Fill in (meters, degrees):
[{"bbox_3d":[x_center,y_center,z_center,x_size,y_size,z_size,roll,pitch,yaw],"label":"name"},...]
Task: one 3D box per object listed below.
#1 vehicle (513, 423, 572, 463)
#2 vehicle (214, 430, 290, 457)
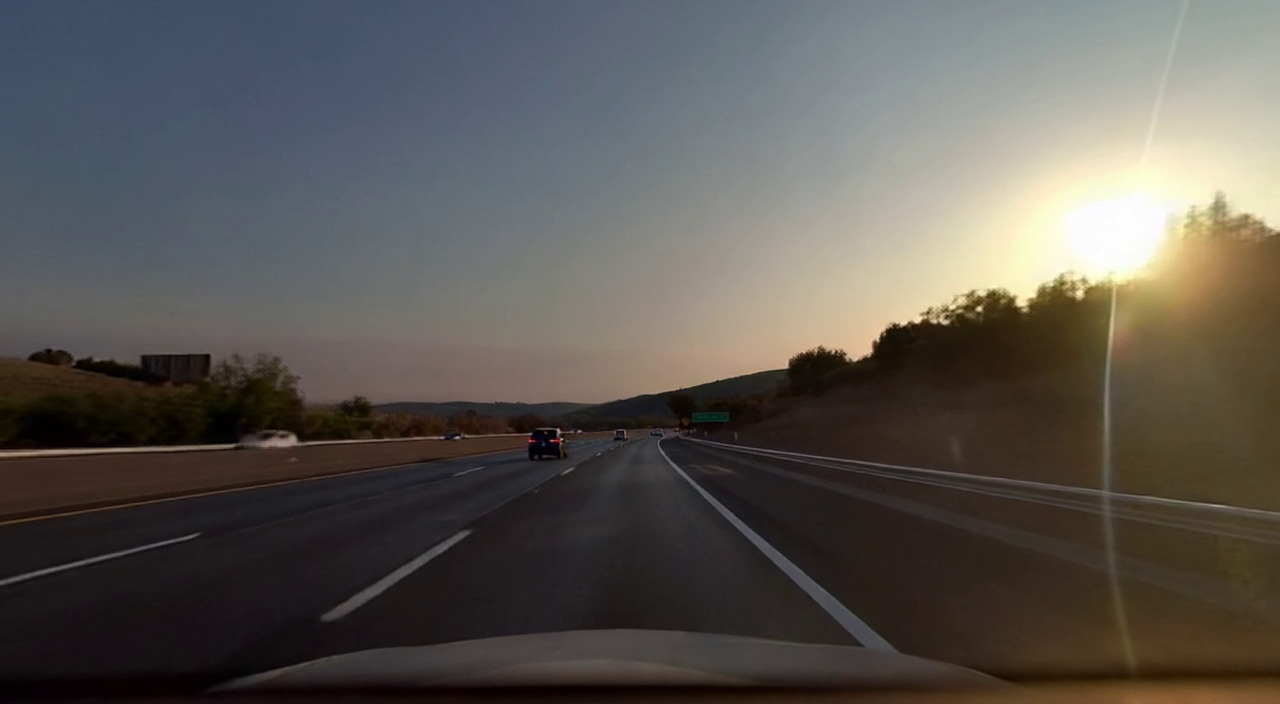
[{"bbox_3d":[-4.437,4.210,29.277,1.980,1.721,4.419,0,-8,1],"label":"vehicle"},{"bbox_3d":[-23.820,5.623,38.774,1.870,1.595,4.330,0,-8,1],"label":"vehicle"}]
